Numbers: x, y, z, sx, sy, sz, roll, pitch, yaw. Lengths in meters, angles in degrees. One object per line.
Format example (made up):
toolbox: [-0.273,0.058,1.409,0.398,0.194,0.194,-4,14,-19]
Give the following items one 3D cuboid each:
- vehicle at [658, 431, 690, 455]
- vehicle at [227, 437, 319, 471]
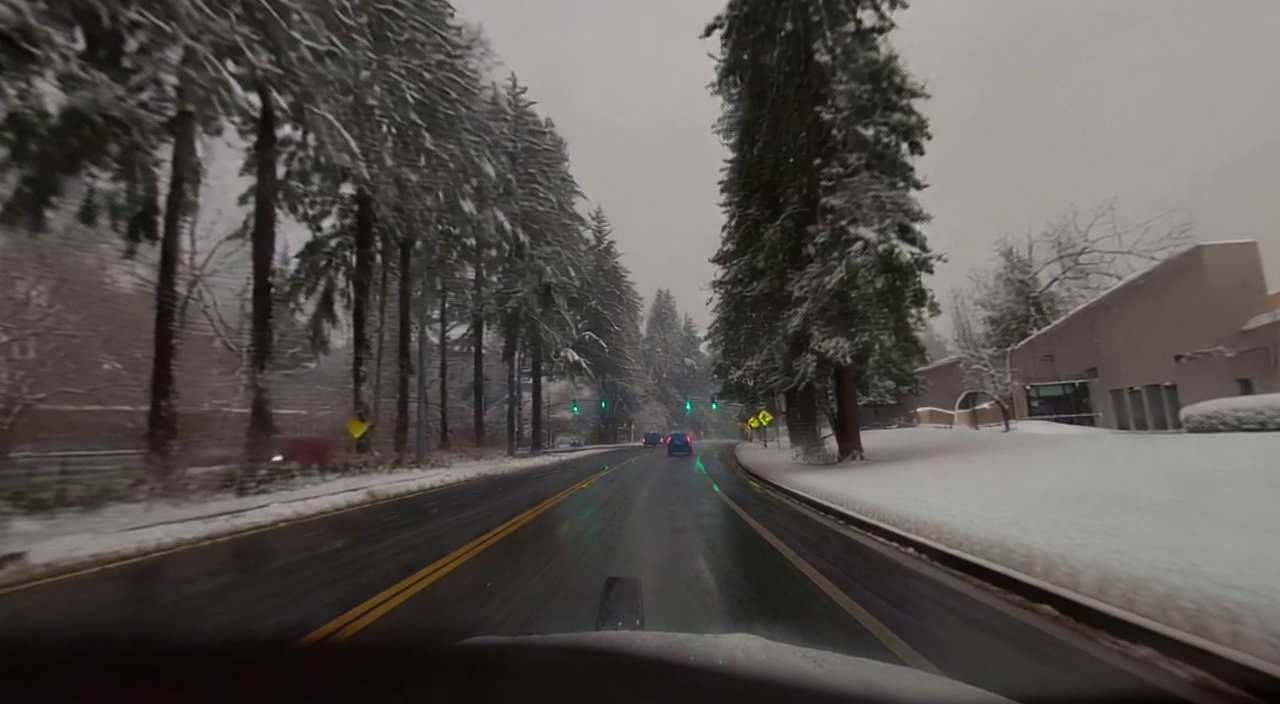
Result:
vehicle: [2.629,6.933,48.155,2.210,1.737,4.013,-1,-9,6]
vehicle: [-19.609,5.464,34.033,1.941,1.666,4.510,-1,-9,6]
